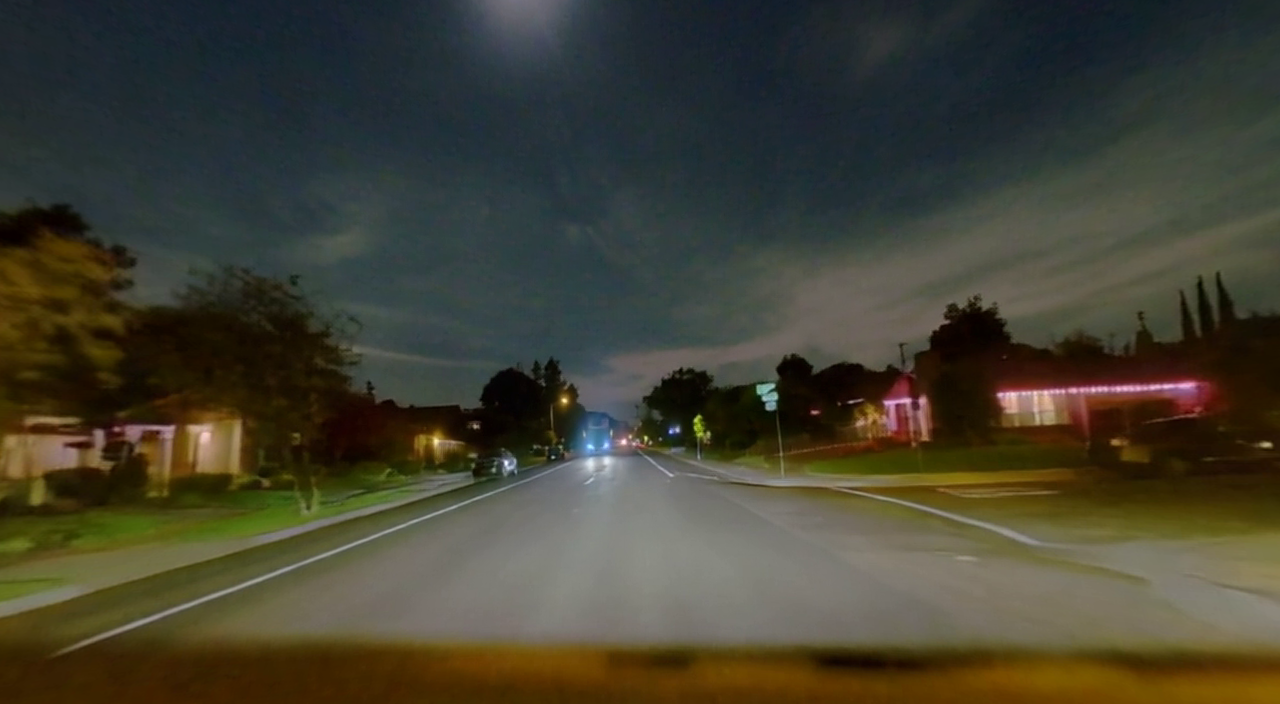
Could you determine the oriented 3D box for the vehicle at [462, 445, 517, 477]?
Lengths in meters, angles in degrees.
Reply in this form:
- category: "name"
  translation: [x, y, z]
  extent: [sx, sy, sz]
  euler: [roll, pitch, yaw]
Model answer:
- category: "vehicle"
  translation: [-8.853, 6.447, 37.599]
  extent: [2.119, 1.775, 4.643]
  euler: [0, -9, 1]
